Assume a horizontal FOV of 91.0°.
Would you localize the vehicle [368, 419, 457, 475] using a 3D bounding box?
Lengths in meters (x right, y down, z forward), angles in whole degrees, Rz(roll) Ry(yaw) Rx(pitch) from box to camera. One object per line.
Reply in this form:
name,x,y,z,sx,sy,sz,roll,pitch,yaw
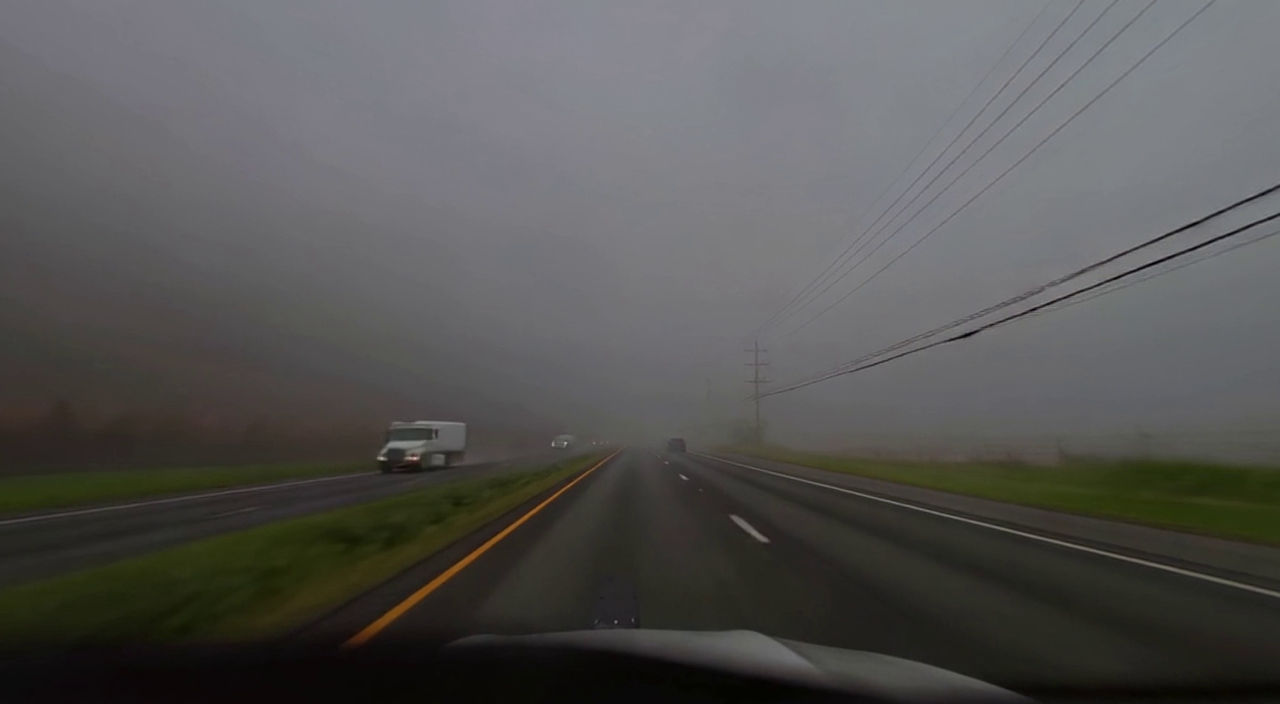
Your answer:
vehicle,-11.798,5.002,33.355,2.274,2.665,6.594,-1,-8,0
